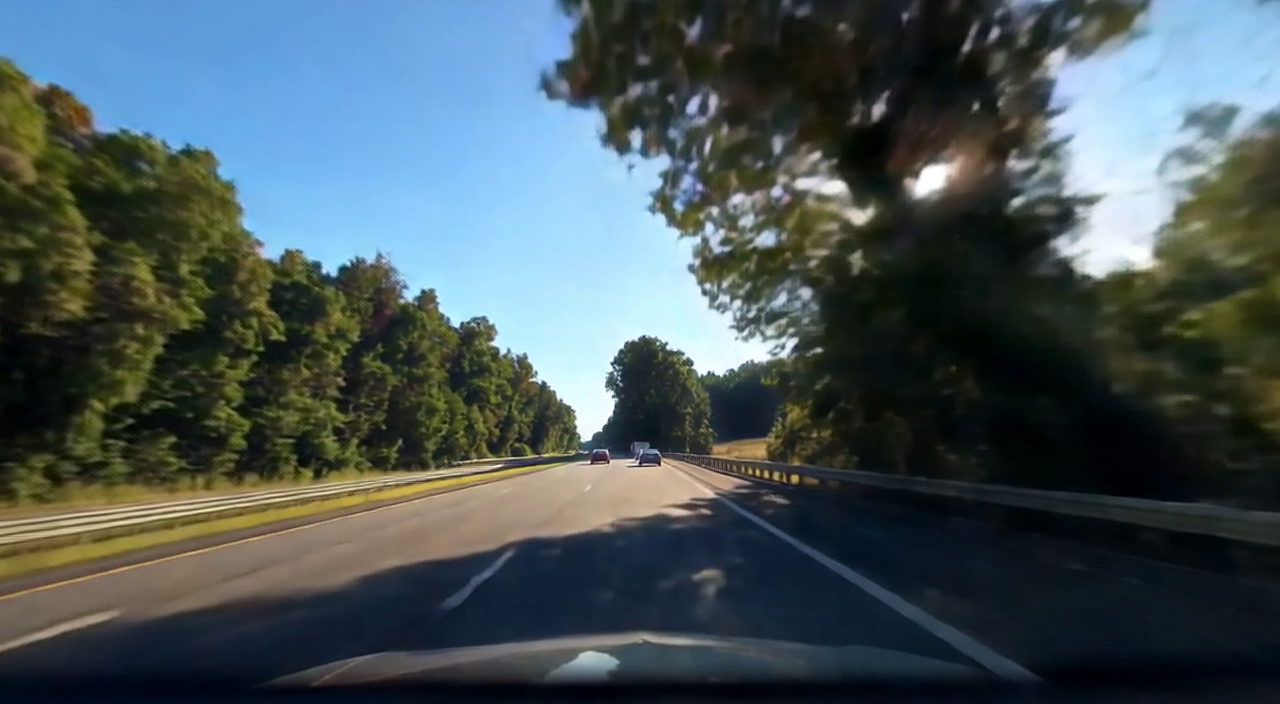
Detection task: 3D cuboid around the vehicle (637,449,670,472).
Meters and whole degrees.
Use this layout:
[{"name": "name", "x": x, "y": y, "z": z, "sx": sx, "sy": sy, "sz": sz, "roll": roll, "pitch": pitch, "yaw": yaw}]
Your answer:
[{"name": "vehicle", "x": 0.832, "y": 7.235, "z": 42.265, "sx": 2.046, "sy": 1.452, "sz": 4.407, "roll": 0, "pitch": -9, "yaw": -1}]
